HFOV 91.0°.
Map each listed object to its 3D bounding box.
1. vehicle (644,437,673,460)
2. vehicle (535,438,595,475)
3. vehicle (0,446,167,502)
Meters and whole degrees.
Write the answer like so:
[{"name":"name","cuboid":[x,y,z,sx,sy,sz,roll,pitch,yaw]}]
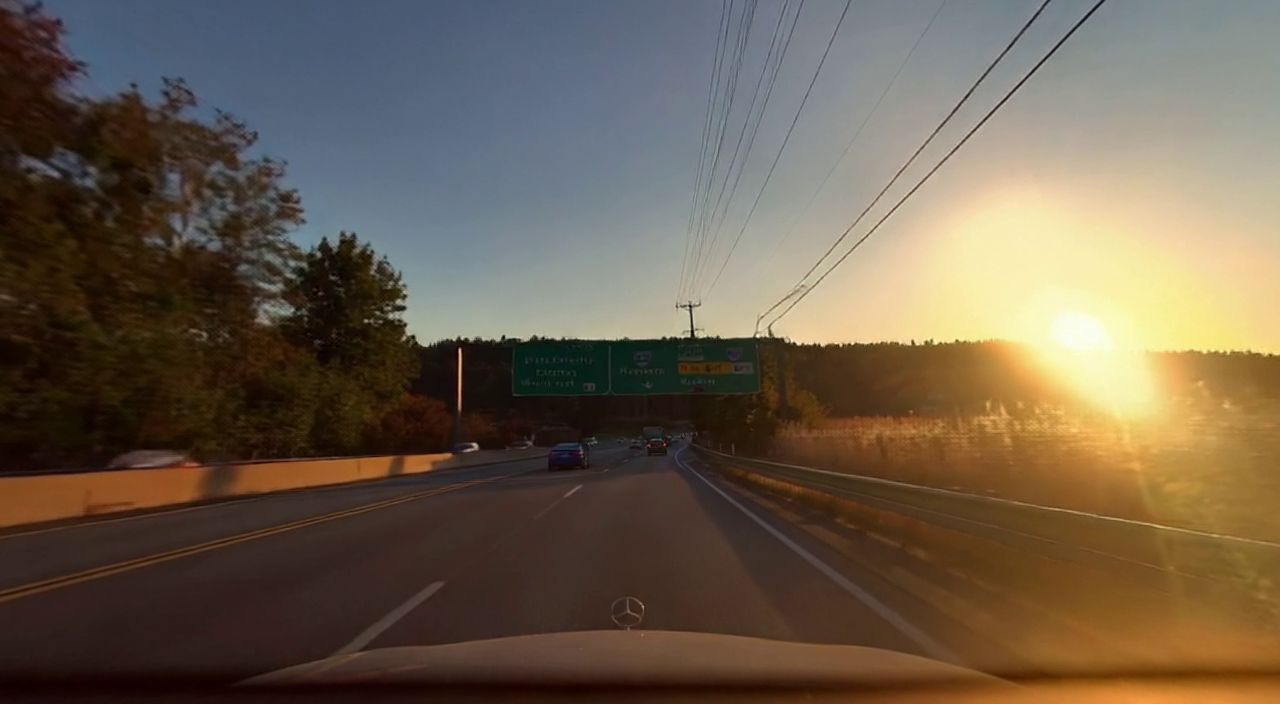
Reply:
[{"name":"vehicle","cuboid":[1.448,7.590,49.813,2.176,1.725,4.182,0,-8,2]},{"name":"vehicle","cuboid":[-3.215,4.593,27.919,2.021,1.515,4.453,0,-8,2]},{"name":"vehicle","cuboid":[-16.115,3.437,18.237,1.804,1.419,3.775,0,-8,1]}]
